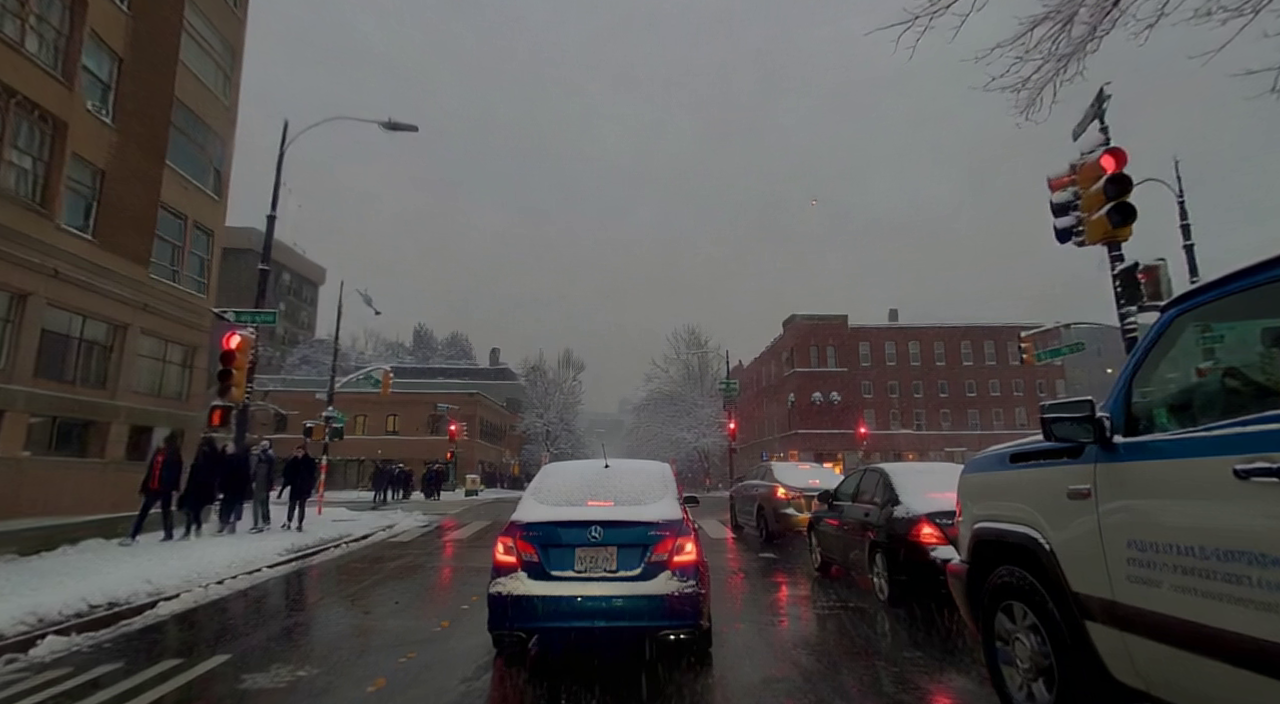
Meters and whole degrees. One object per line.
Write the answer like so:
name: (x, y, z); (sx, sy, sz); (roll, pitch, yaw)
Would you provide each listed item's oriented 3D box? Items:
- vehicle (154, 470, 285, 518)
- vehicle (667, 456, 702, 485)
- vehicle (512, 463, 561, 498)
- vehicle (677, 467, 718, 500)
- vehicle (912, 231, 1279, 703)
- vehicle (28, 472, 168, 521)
vehicle: (-19.762, 6.683, 29.776); (4.750, 2.083, 2.002); (-1, -9, 3)
vehicle: (3.327, 8.995, 48.161); (2.365, 1.994, 4.259); (0, -9, 0)
vehicle: (-6.344, 7.882, 39.020); (2.226, 1.896, 4.438); (-1, -9, 1)
vehicle: (3.495, 8.050, 38.860); (1.908, 1.741, 4.066); (0, -9, -3)
vehicle: (3.217, 0.542, 1.250); (2.632, 1.979, 6.096); (0, -9, 0)
vehicle: (-25.436, 6.775, 29.708); (4.588, 2.048, 2.110); (0, -9, 0)
